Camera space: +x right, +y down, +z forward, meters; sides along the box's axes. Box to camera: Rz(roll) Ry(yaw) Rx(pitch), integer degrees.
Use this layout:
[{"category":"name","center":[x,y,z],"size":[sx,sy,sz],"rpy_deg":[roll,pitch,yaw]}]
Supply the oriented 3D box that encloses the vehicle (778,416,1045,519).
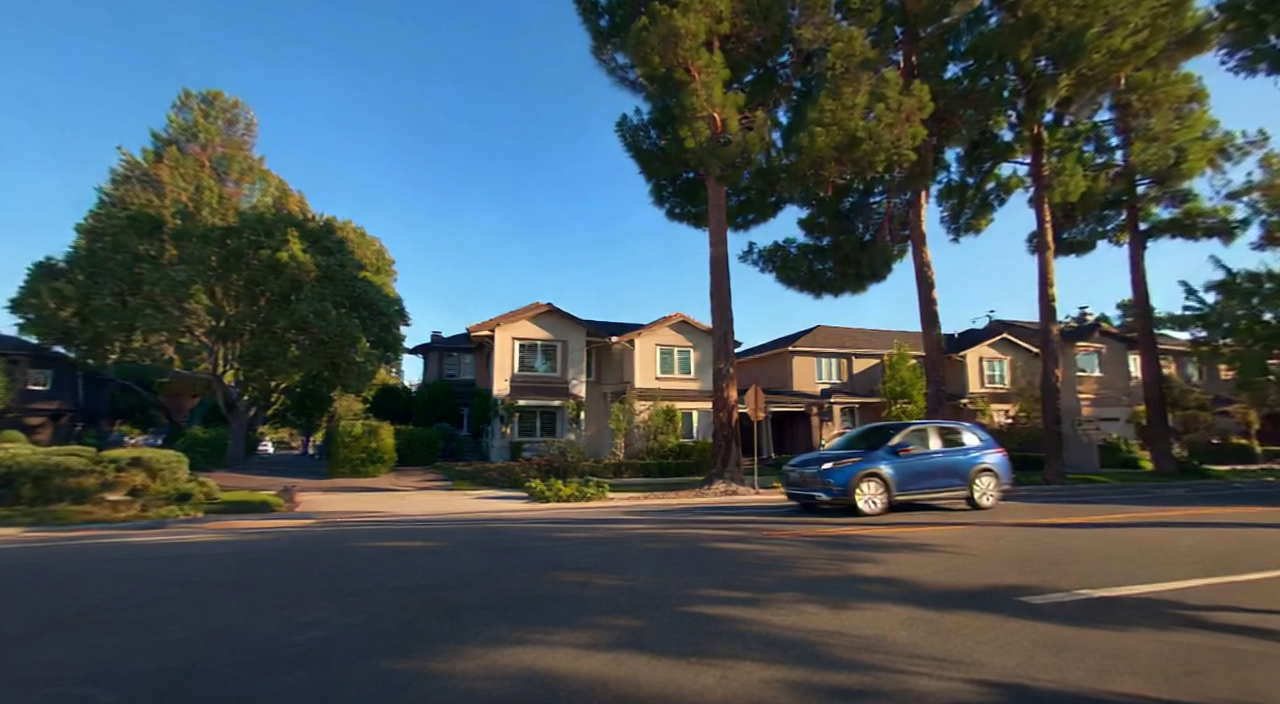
[{"category":"vehicle","center":[5.213,2.184,12.290],"size":[4.462,1.706,2.046],"rpy_deg":[3,-9,-18]}]
